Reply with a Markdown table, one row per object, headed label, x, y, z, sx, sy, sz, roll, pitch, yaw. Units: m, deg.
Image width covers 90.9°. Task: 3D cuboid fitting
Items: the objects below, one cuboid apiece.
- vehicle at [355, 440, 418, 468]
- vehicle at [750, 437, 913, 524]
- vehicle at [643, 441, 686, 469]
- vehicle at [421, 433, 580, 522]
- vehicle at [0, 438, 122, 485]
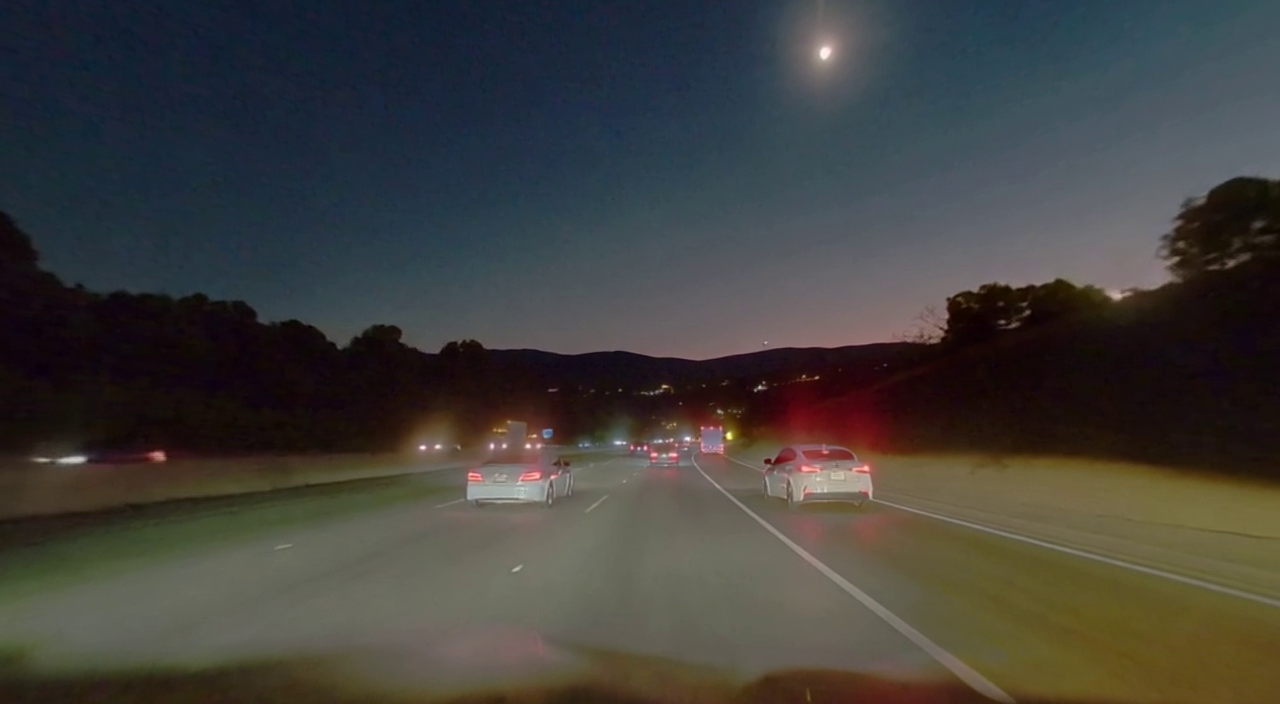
| label | x | y | z | sx | sy | sz | roll | pitch | yaw |
| --- | --- | --- | --- | --- | --- | --- | --- | --- | --- |
| vehicle | -14.946 | 6.011 | 37.423 | 1.908 | 1.527 | 4.242 | 0 | -8 | 2 |
| vehicle | 3.653 | 2.527 | 12.976 | 2.013 | 1.464 | 4.317 | 0 | -9 | 1 |
| vehicle | 1.369 | 5.669 | 34.853 | 2.202 | 1.467 | 3.929 | -1 | -9 | 3 |
| vehicle | -2.614 | 2.499 | 13.180 | 2.031 | 1.491 | 4.792 | -1 | -8 | 2 |
| vehicle | -22.348 | 3.987 | 23.367 | 2.205 | 1.567 | 4.772 | 0 | -8 | 1 |
